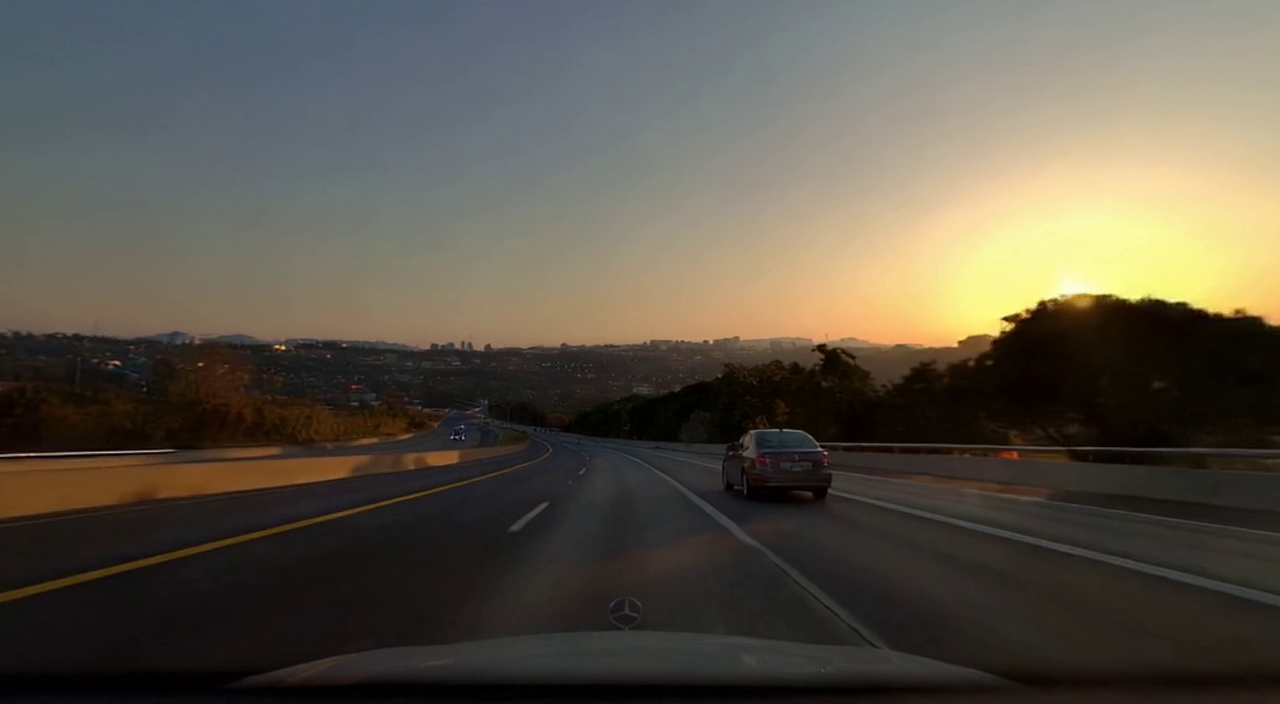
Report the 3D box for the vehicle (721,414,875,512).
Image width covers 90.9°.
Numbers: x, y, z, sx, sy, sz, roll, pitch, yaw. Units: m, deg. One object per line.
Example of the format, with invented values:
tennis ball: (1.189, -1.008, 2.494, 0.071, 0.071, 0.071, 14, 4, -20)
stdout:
vehicle: (3.090, 2.289, 13.383, 2.059, 1.715, 4.192, 0, -8, -2)
